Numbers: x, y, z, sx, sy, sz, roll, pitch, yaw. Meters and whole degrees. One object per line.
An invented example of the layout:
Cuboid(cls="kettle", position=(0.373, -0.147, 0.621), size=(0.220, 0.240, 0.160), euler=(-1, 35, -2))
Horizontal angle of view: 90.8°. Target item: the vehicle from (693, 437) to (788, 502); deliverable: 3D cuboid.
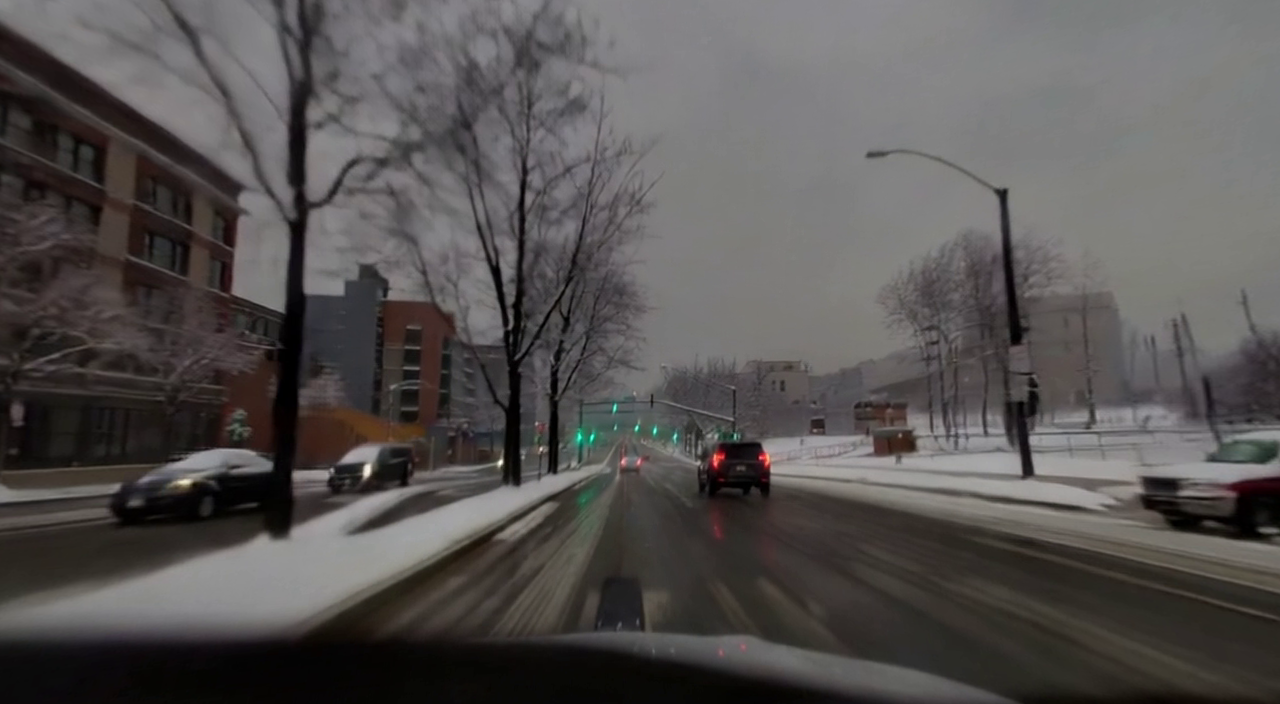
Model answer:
Cuboid(cls="vehicle", position=(3.101, 3.739, 20.608), size=(2.129, 1.844, 4.767), euler=(0, -8, -2))

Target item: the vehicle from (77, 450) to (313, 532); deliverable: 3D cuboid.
Cuboid(cls="vehicle", position=(-9.377, 2.906, 13.911), size=(1.905, 1.451, 4.425), euler=(0, -8, 1))

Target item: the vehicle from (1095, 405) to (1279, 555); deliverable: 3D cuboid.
Cuboid(cls="vehicle", position=(10.275, 1.821, 9.289), size=(5.208, 1.958, 2.237), euler=(-1, -8, 8))

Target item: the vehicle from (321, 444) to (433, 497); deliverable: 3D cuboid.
Cuboid(cls="vehicle", position=(-9.559, 4.311, 23.520), size=(1.939, 1.744, 5.079), euler=(0, -8, 0))
